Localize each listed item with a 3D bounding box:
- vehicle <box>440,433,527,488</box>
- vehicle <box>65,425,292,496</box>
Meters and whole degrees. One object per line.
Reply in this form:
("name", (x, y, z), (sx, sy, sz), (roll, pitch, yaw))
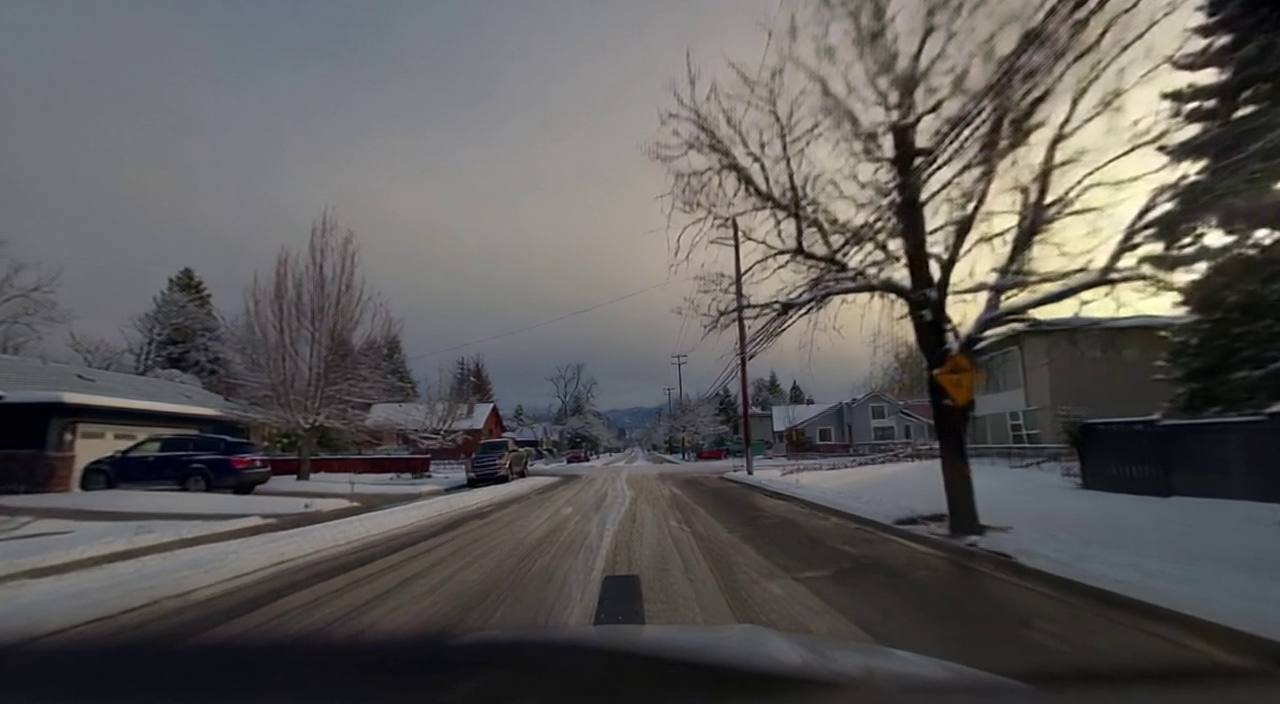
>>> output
("vehicle", (-6.988, 5.001, 29.114), (2.739, 2.164, 6.065), (-1, -10, -3))
("vehicle", (-13.664, 3.229, 19.005), (5.033, 1.997, 2.126), (0, -9, -1))
